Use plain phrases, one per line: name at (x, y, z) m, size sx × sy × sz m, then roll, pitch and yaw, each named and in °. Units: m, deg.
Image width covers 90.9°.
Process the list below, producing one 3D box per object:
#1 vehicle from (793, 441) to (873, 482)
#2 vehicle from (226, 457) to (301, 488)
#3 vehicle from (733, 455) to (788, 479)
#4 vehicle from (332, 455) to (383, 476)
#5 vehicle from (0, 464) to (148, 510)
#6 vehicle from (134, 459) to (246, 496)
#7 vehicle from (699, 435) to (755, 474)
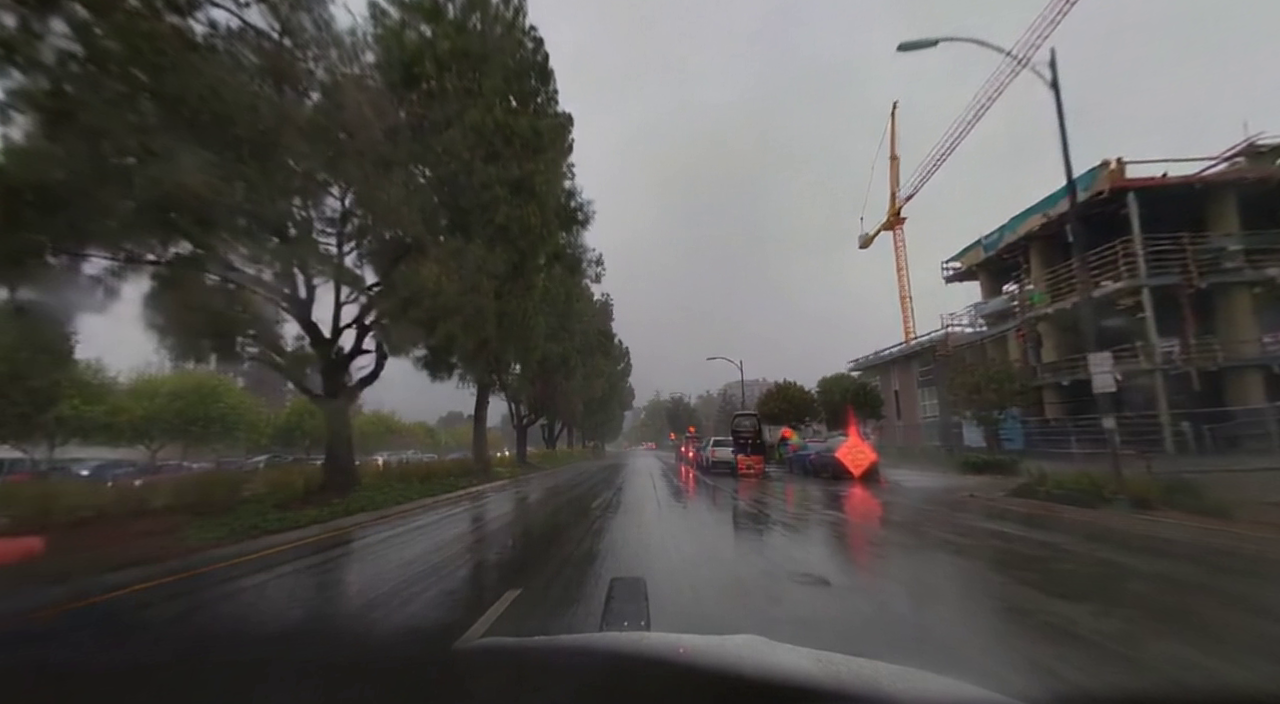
vehicle at (7.572, 4.304, 25.173) m, size 1.933 × 1.483 × 4.330 m, roll 0°, pitch -8°, yaw 1°
vehicle at (-21.695, 6.904, 36.478) m, size 1.832 × 1.583 × 4.083 m, roll 0°, pitch -8°, yaw -1°
vehicle at (5.097, 4.899, 26.927) m, size 1.973 × 0.903 × 2.151 m, roll 0°, pitch -8°, yaw 2°
vehicle at (-21.580, 8.660, 48.301) m, size 1.811 × 1.480 × 4.425 m, roll 0°, pitch -8°, yaw 0°
vehicle at (-21.556, 5.073, 24.091) m, size 1.847 × 1.445 × 4.441 m, roll 0°, pitch -8°, yaw 0°
vehicle at (-21.468, 5.971, 30.384) m, size 1.900 × 1.490 × 4.775 m, roll 0°, pitch -8°, yaw 0°
vehicle at (4.407, 5.249, 32.597) m, size 2.050 × 1.832 × 4.794 m, roll 0°, pitch -8°, yaw -2°
